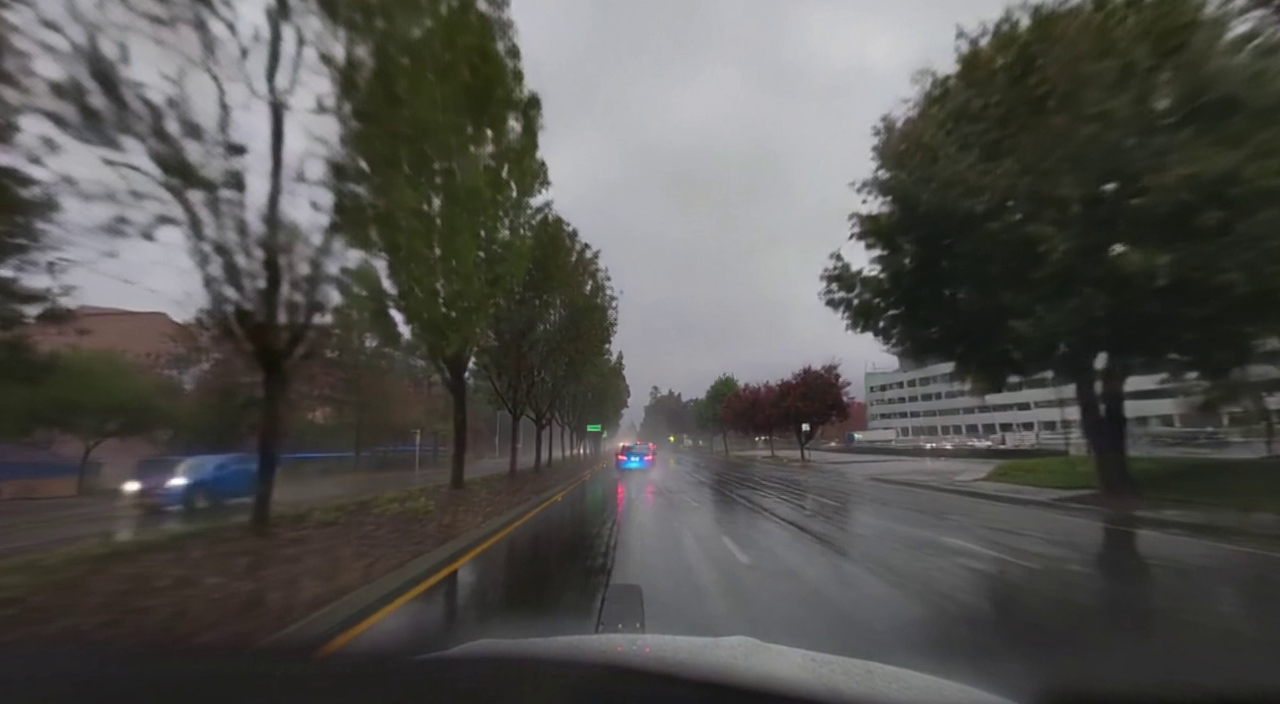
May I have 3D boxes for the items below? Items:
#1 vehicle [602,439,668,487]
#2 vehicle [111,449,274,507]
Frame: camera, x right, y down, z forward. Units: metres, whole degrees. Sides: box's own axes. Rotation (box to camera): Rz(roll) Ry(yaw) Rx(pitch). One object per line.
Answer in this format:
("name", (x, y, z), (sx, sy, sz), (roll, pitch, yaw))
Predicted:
("vehicle", (-0.169, 3.819, 22.082), (2.042, 1.479, 4.601), (0, -8, 0))
("vehicle", (-14.722, 4.121, 21.202), (2.019, 1.681, 4.548), (-1, -8, 2))
